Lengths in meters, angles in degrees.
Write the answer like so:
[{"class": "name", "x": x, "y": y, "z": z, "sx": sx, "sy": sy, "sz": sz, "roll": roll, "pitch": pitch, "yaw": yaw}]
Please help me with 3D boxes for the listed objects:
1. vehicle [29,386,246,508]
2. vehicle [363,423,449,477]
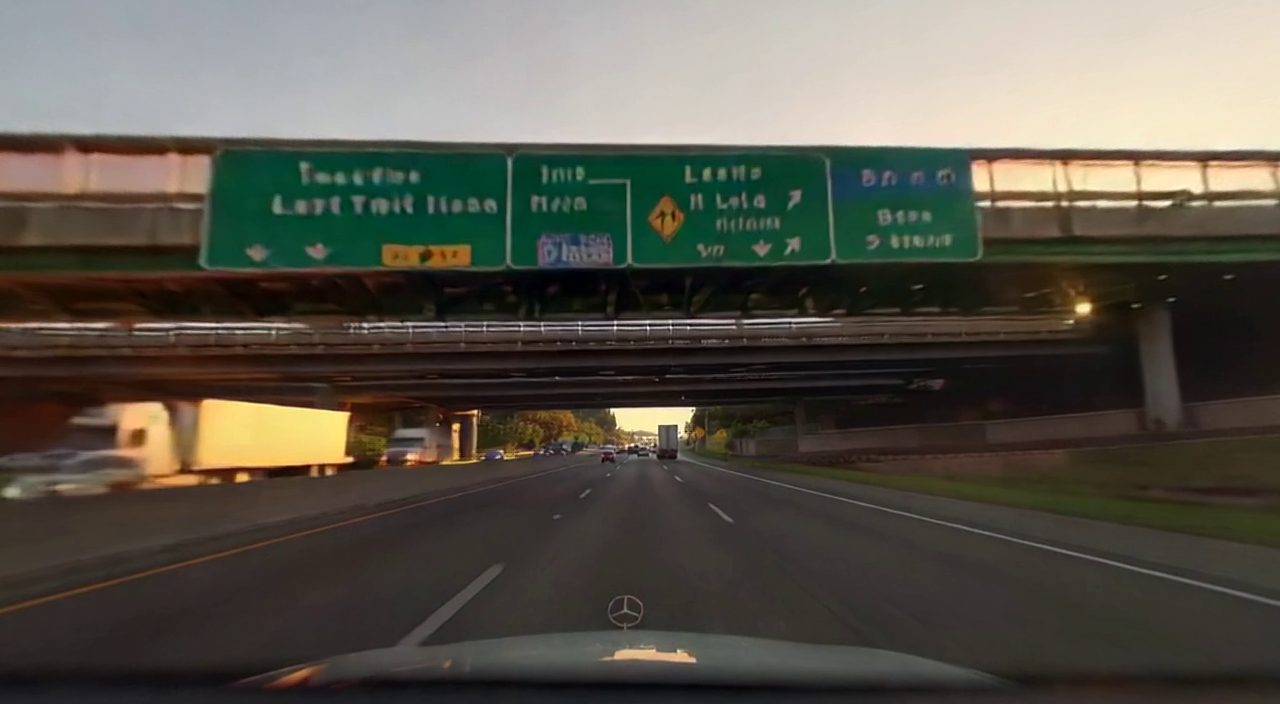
[{"class": "vehicle", "x": -19.015, "y": 3.690, "z": 24.587, "sx": 2.963, "sy": 4.113, "sz": 6.320, "roll": 0, "pitch": -9, "yaw": 0}, {"class": "vehicle", "x": -15.299, "y": 6.509, "z": 41.918, "sx": 2.668, "sy": 3.229, "sz": 7.672, "roll": 0, "pitch": -9, "yaw": 0}]
